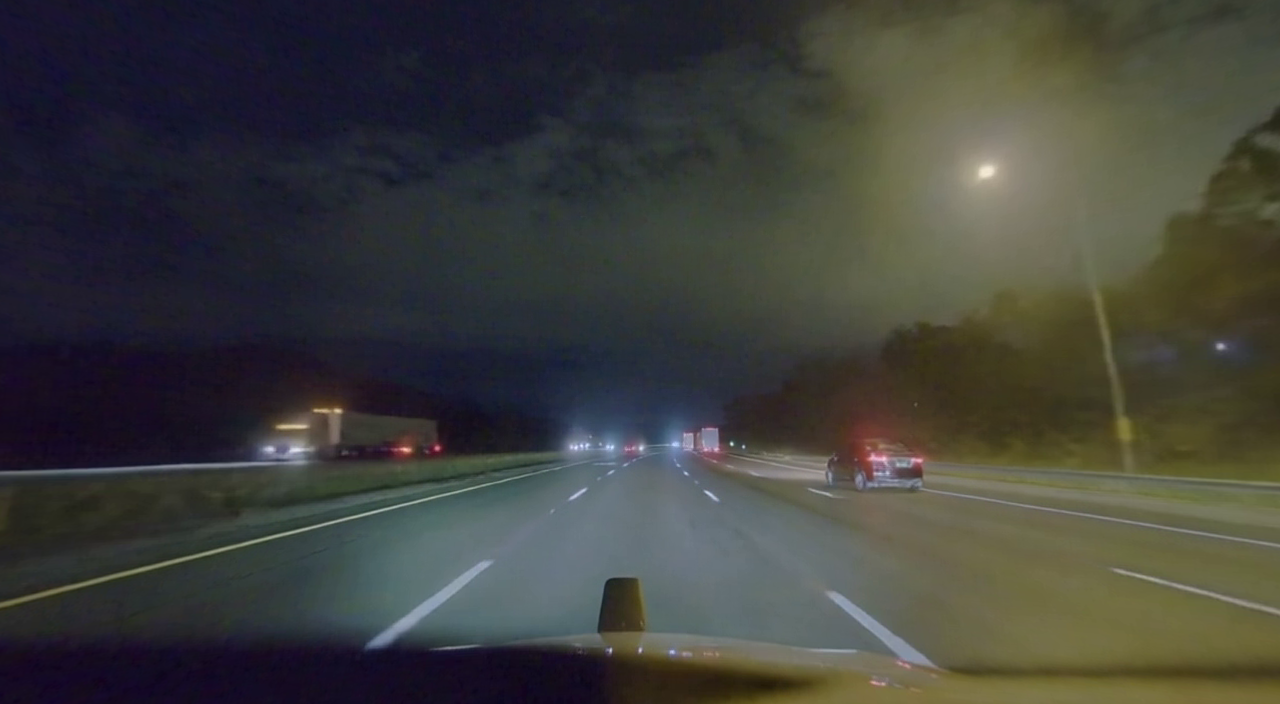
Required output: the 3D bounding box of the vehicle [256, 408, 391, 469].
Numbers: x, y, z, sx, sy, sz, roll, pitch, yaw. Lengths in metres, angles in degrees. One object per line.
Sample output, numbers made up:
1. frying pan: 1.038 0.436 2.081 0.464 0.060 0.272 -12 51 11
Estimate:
1. vehicle: -23.648 6.730 48.582 2.876 3.974 13.373 -1 -8 3
